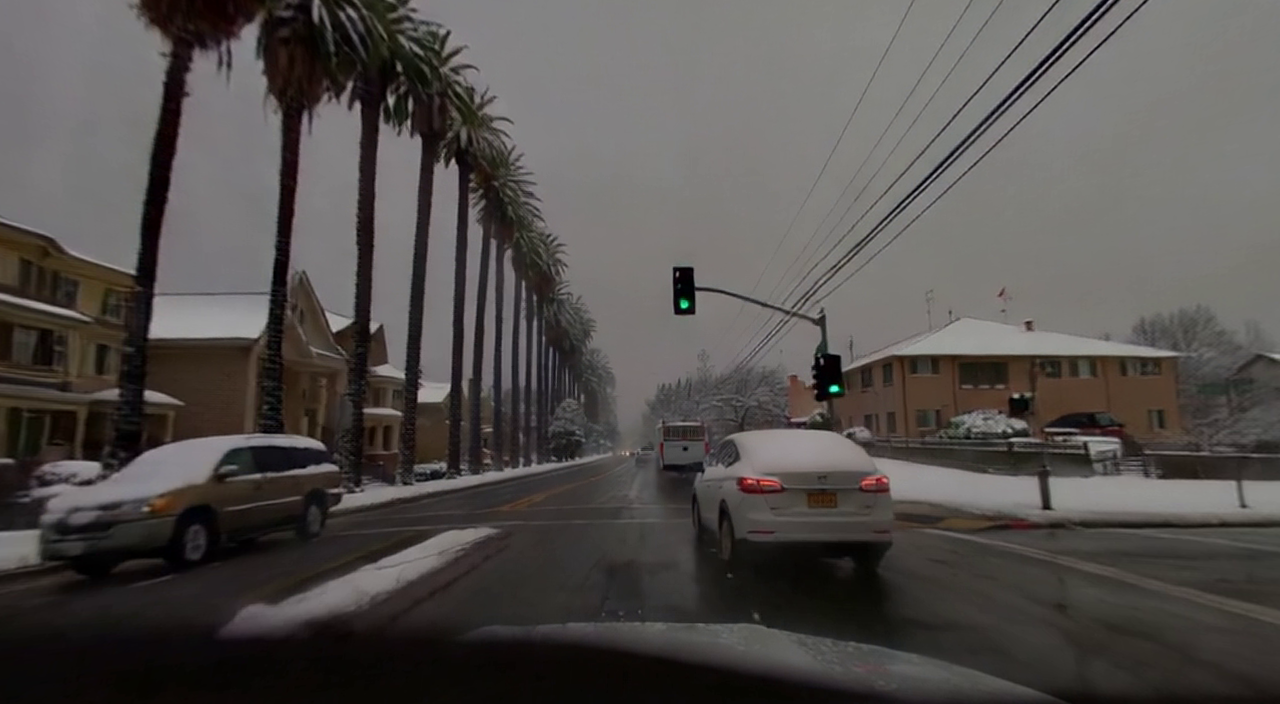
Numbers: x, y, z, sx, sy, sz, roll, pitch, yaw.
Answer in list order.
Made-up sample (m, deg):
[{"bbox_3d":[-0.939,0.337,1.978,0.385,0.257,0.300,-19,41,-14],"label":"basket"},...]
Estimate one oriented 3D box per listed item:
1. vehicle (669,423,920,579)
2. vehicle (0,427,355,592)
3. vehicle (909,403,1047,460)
[{"bbox_3d":[1.682,1.862,8.735,2.096,1.552,4.519,0,-9,-3],"label":"vehicle"},{"bbox_3d":[-6.631,2.178,9.880,2.069,1.820,4.388,-3,-6,5],"label":"vehicle"},{"bbox_3d":[17.642,4.147,33.245,5.880,2.540,2.003,-4,-6,2],"label":"vehicle"}]
